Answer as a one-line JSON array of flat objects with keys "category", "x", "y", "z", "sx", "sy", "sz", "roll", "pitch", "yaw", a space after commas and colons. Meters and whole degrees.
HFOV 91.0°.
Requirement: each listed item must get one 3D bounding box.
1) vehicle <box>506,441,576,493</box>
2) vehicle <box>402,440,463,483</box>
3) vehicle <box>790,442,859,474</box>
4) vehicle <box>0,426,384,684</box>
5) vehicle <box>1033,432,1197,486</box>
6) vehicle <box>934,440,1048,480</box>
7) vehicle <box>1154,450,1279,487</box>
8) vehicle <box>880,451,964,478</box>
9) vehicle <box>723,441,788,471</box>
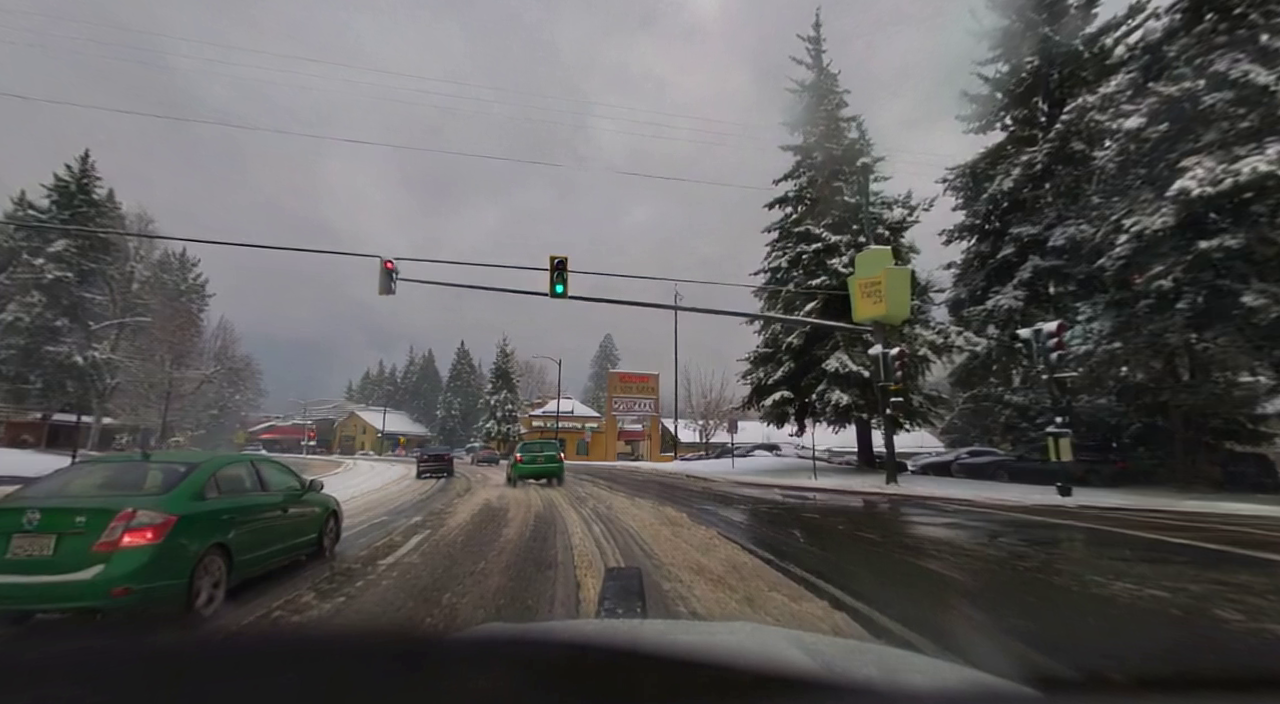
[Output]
[{"category": "vehicle", "x": -3.368, "y": 3.716, "z": 20.809, "sx": 2.001, "sy": 1.483, "sz": 4.442, "roll": 2, "pitch": -9, "yaw": -12}, {"category": "vehicle", "x": -8.393, "y": 4.437, "z": 25.794, "sx": 2.042, "sy": 1.593, "sz": 3.956, "roll": 2, "pitch": -9, "yaw": -14}, {"category": "vehicle", "x": 9.088, "y": 5.251, "z": 31.350, "sx": 1.762, "sy": 1.453, "sz": 3.976, "roll": 1, "pitch": -8, "yaw": -8}, {"category": "vehicle", "x": -4.431, "y": 1.532, "z": 6.099, "sx": 2.105, "sy": 1.477, "sz": 4.857, "roll": 0, "pitch": -8, "yaw": -3}, {"category": "vehicle", "x": 18.050, "y": 4.088, "z": 24.374, "sx": 1.865, "sy": 1.827, "sz": 5.352, "roll": 1, "pitch": -8, "yaw": -5}, {"category": "vehicle", "x": 14.993, "y": 4.596, "z": 27.218, "sx": 1.921, "sy": 1.560, "sz": 4.676, "roll": 1, "pitch": -8, "yaw": -5}, {"category": "vehicle", "x": 25.107, "y": 5.037, "z": 27.379, "sx": 4.050, "sy": 1.481, "sz": 1.853, "roll": 1, "pitch": -9, "yaw": -9}, {"category": "vehicle", "x": 15.429, "y": 6.169, "z": 34.542, "sx": 3.800, "sy": 1.369, "sz": 1.759, "roll": 2, "pitch": -9, "yaw": -11}, {"category": "vehicle", "x": 6.019, "y": 5.498, "z": 33.512, "sx": 1.919, "sy": 1.489, "sz": 4.889, "roll": 1, "pitch": -9, "yaw": -8}]
